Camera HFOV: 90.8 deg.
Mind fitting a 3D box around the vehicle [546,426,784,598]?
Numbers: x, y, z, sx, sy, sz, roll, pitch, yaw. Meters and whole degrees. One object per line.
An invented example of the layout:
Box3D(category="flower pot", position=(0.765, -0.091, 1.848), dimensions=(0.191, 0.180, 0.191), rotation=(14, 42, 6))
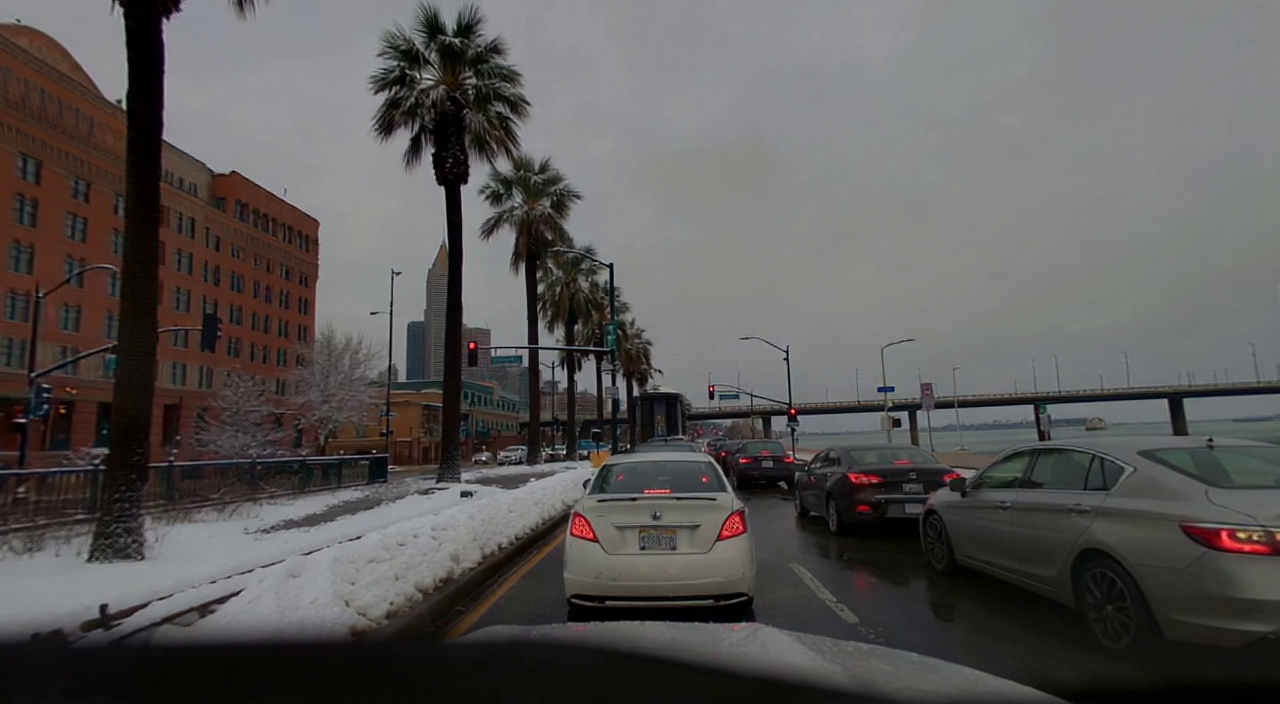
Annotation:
Box3D(category="vehicle", position=(0.250, 1.703, 7.498), dimensions=(2.093, 1.503, 3.681), rotation=(0, -9, 1))

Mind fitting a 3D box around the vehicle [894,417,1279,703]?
Box3D(category="vehicle", position=(3.918, 1.366, 5.101), dimensions=(1.913, 1.469, 4.425), rotation=(0, -9, 0))

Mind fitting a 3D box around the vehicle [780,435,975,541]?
Box3D(category="vehicle", position=(3.888, 2.290, 11.315), dimensions=(1.920, 1.490, 4.417), rotation=(-1, -9, 2))
